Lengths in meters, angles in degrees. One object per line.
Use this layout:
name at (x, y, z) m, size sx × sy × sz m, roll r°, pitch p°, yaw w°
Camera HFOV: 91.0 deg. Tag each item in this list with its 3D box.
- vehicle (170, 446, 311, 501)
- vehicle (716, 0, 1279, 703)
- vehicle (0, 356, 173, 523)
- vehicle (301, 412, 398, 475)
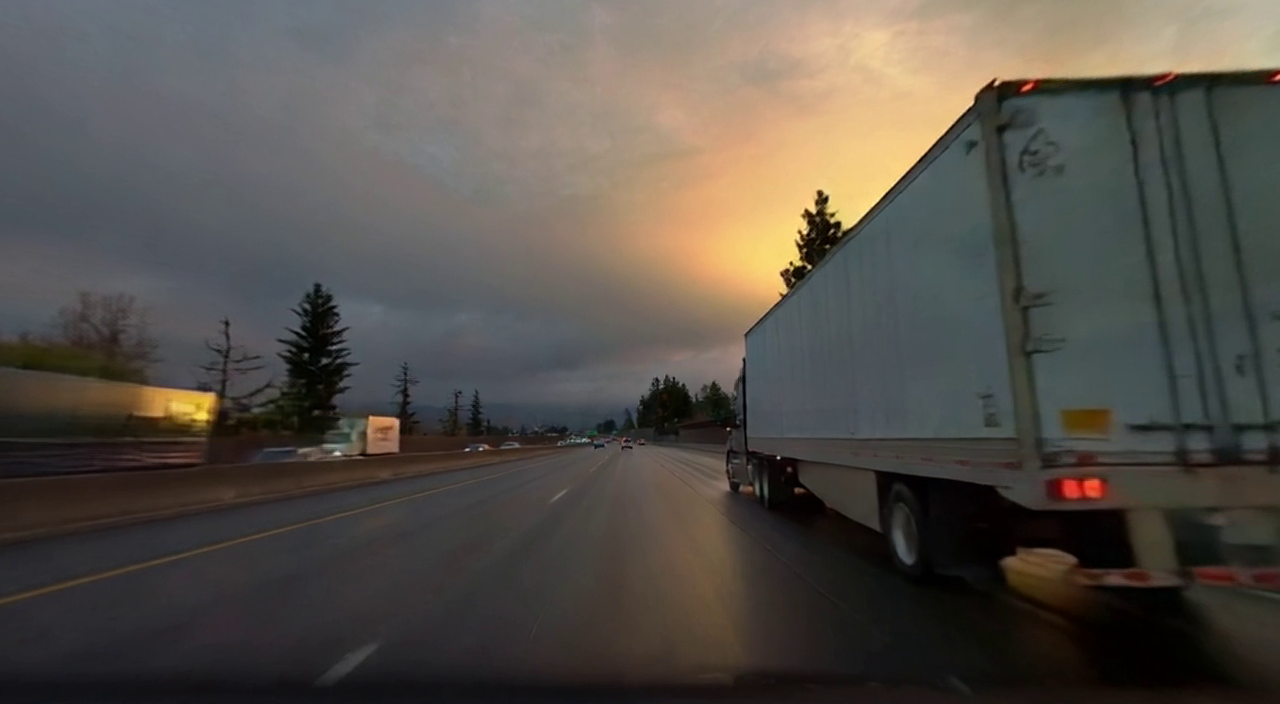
vehicle at (-11.638, 3.525, 18.670) m, size 1.667 × 1.389 × 3.819 m, roll -1°, pitch -8°, yaw 0°
vehicle at (3.935, 0.566, 9.625) m, size 3.489 × 4.211 × 14.193 m, roll 0°, pitch -8°, yaw -1°
vehicle at (-15.614, 1.989, 14.202) m, size 3.185 × 3.633 × 9.159 m, roll 0°, pitch -8°, yaw -1°
vehicle at (-20.317, 6.441, 44.678) m, size 3.033 × 4.048 × 7.692 m, roll -1°, pitch -8°, yaw 1°
